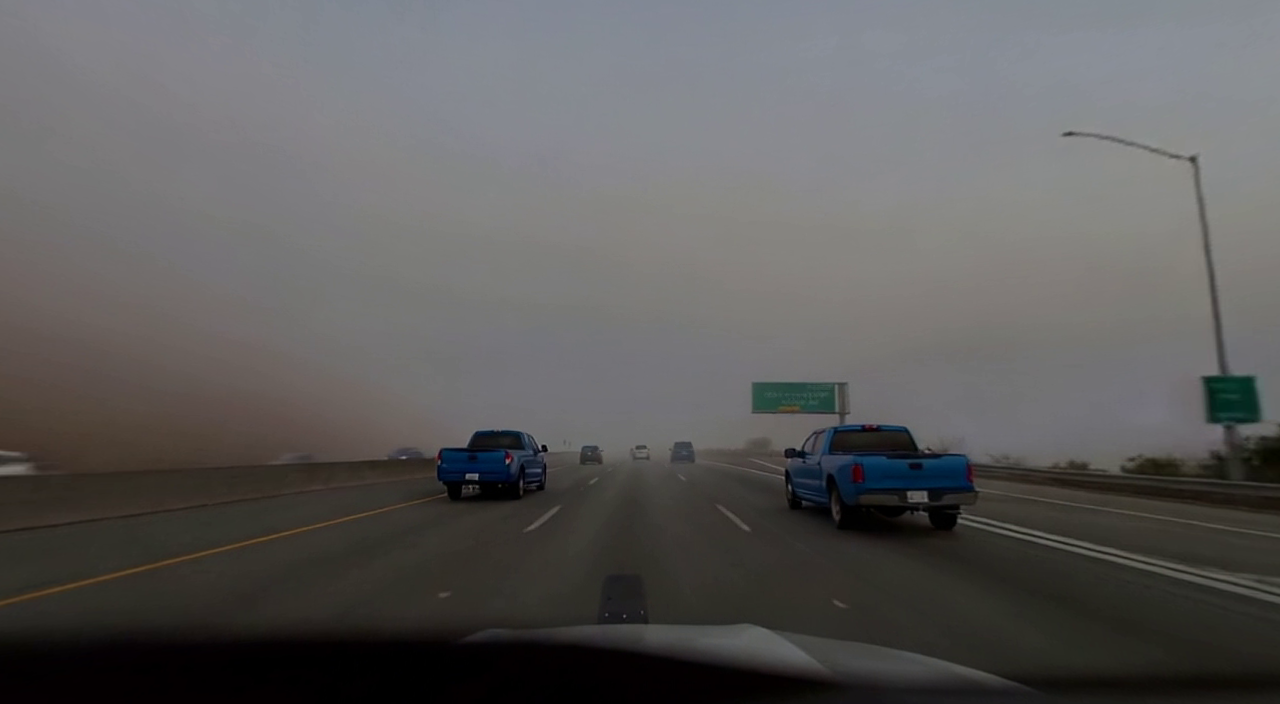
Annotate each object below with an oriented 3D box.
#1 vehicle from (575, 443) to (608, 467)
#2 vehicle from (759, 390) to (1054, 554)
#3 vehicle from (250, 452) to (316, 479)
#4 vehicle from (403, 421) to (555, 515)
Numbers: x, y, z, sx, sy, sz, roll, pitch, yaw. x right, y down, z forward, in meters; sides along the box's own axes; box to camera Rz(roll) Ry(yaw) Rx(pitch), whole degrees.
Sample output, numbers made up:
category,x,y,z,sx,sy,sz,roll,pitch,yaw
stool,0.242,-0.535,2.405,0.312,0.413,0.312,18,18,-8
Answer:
category,x,y,z,sx,sy,sz,roll,pitch,yaw
vehicle,-3.713,7.923,48.737,2.235,1.785,4.386,0,-8,0
vehicle,3.737,1.848,10.450,2.424,1.952,5.611,0,-8,0
vehicle,-24.635,7.833,43.729,1.909,1.640,4.577,0,-8,0
vehicle,-3.561,2.689,15.208,2.227,1.853,5.161,0,-8,1
